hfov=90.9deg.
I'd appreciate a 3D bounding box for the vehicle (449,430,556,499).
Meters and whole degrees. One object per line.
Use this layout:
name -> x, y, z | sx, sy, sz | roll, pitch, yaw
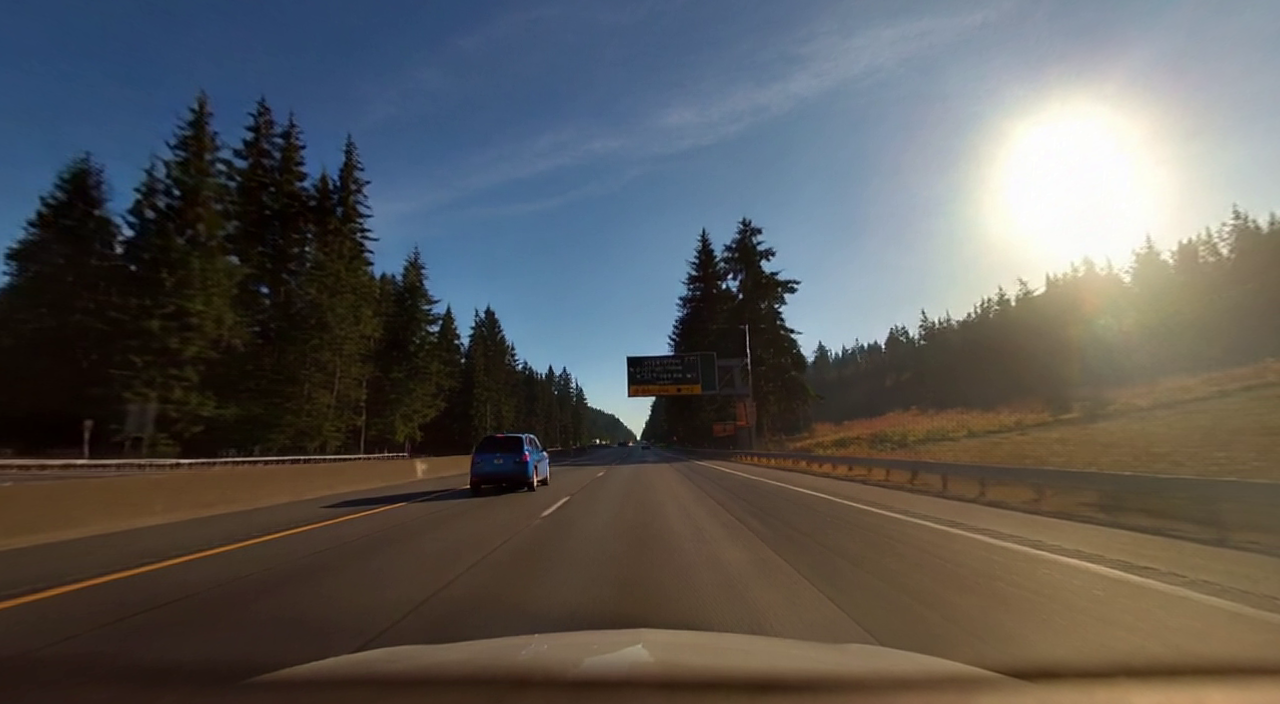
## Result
vehicle -> -3.848, 3.221, 18.531 | 2.084, 1.752, 4.479 | 0, -8, 1
